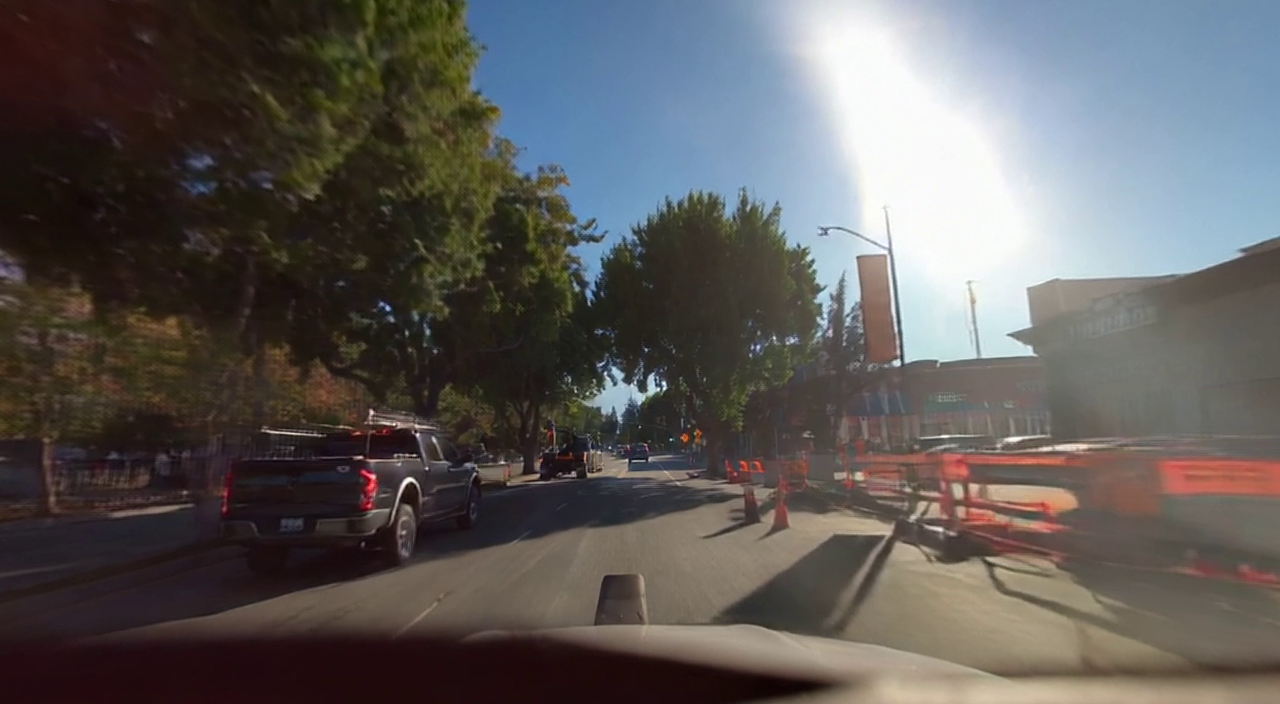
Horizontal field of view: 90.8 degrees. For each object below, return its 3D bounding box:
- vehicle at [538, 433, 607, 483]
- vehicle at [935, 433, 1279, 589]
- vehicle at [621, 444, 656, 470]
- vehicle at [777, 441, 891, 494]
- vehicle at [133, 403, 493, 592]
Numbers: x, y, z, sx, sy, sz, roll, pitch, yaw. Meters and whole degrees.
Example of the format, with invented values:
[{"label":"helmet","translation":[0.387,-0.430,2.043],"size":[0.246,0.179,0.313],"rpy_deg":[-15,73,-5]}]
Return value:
[{"label":"vehicle","translation":[-2.942,4.832,29.138],"size":[2.424,2.063,5.678],"rpy_deg":[0,-9,2]},{"label":"vehicle","translation":[6.031,1.910,8.537],"size":[2.045,1.505,4.615],"rpy_deg":[-1,-9,3]},{"label":"vehicle","translation":[-0.183,7.580,45.821],"size":[2.413,1.748,4.406],"rpy_deg":[0,-9,-2]},{"label":"vehicle","translation":[6.599,3.978,22.219],"size":[2.126,1.642,4.888],"rpy_deg":[0,-9,-4]},{"label":"vehicle","translation":[-3.634,1.719,8.292],"size":[2.327,1.775,4.430],"rpy_deg":[0,-9,0]}]
